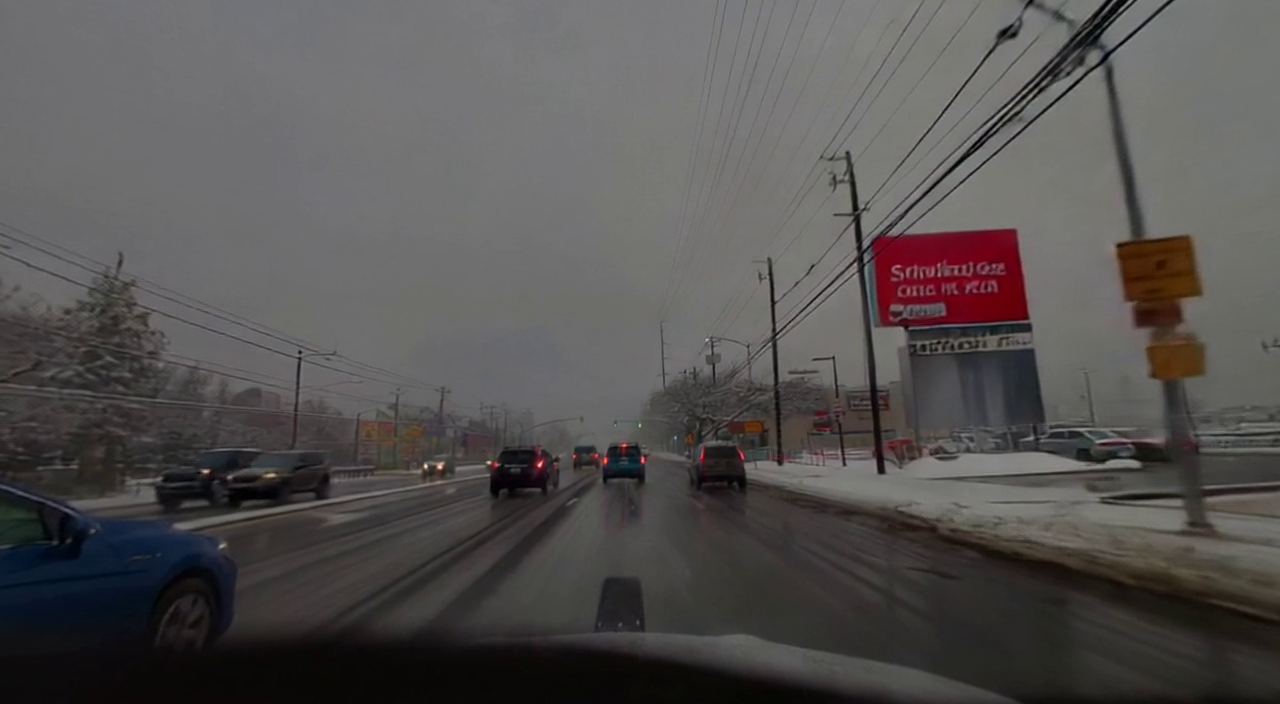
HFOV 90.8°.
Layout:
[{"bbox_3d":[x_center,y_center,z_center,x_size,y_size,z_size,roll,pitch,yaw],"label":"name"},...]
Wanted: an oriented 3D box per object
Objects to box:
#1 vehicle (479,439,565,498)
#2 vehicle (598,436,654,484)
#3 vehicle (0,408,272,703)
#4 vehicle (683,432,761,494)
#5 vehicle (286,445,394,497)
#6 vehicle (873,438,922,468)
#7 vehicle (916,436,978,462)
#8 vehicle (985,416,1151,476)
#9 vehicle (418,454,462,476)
[{"bbox_3d":[-3.671,3.706,20.433,2.051,1.671,3.861,0,-9,0],"label":"vehicle"},{"bbox_3d":[-0.641,4.781,28.149,2.326,1.925,4.253,0,-9,-2],"label":"vehicle"},{"bbox_3d":[-3.397,0.887,1.812,2.022,1.498,4.471,0,-9,-1],"label":"vehicle"},{"bbox_3d":[2.722,3.812,21.967,2.026,1.904,4.102,0,-9,-2],"label":"vehicle"},{"bbox_3d":[-11.297,4.493,24.211,2.016,1.773,4.433,0,-9,-2],"label":"vehicle"},{"bbox_3d":[14.781,5.777,36.117,1.990,1.597,4.475,-5,-10,29],"label":"vehicle"},{"bbox_3d":[19.266,6.120,39.821,1.883,1.499,4.403,-1,-9,3],"label":"vehicle"},{"bbox_3d":[16.117,3.652,24.393,2.409,1.981,5.809,-2,-9,1],"label":"vehicle"},{"bbox_3d":[-15.490,8.759,49.139,1.986,1.553,4.640,0,-9,-1],"label":"vehicle"}]
